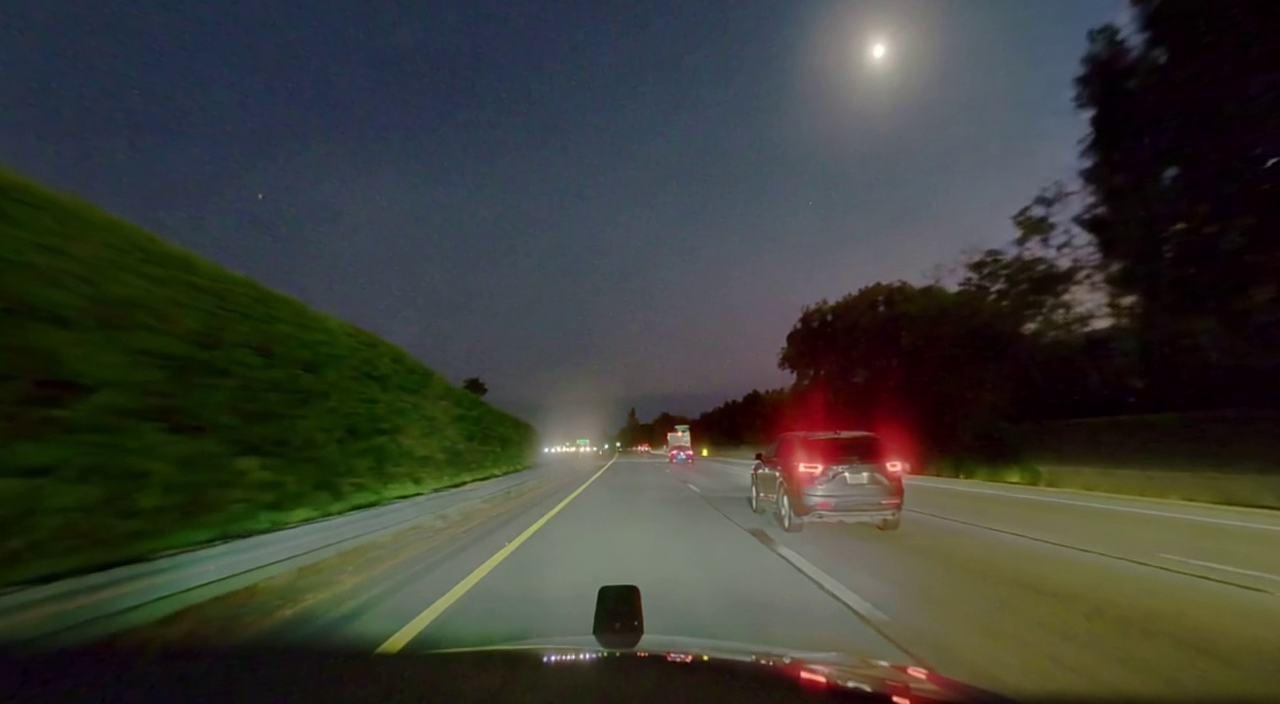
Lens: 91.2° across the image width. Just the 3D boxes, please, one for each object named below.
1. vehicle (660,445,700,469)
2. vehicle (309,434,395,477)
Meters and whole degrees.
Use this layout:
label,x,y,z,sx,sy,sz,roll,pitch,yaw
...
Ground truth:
label,x,y,z,sx,sy,sz,roll,pitch,yaw
vehicle,2.649,7.016,42.153,2.244,1.498,4.338,0,-9,-2
vehicle,-14.281,5.158,31.444,2.063,1.946,4.820,0,-9,0
